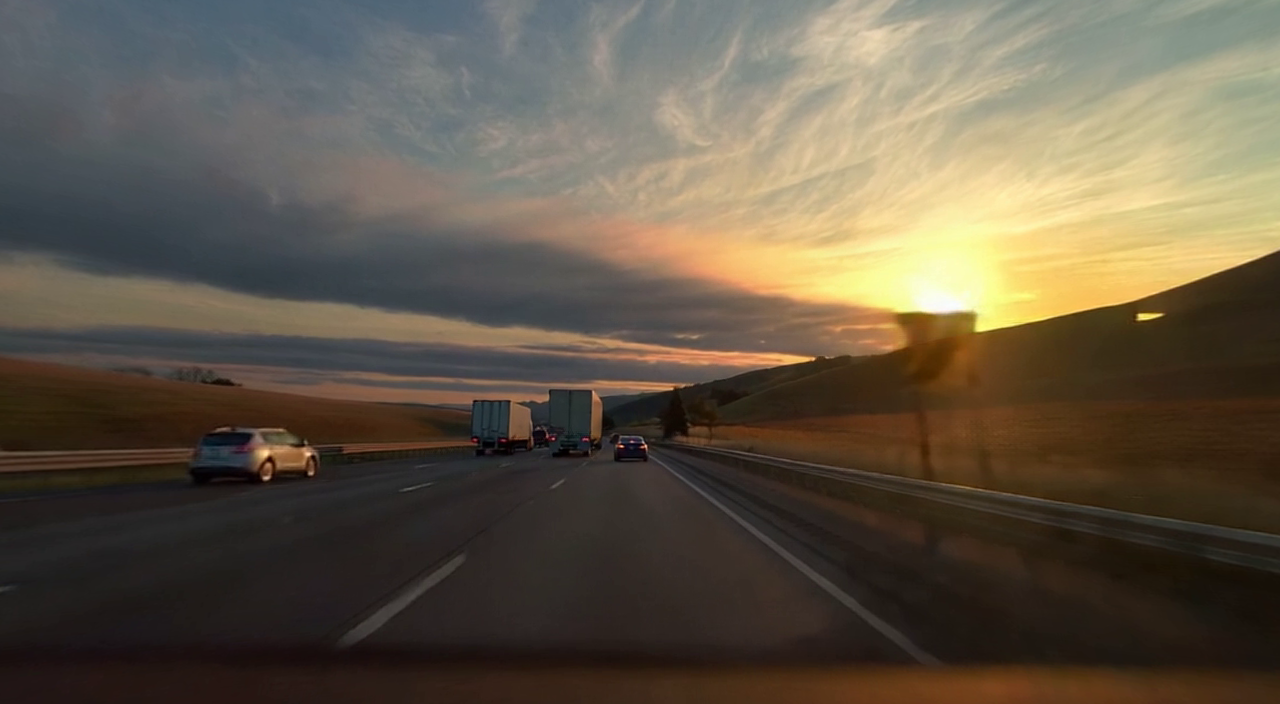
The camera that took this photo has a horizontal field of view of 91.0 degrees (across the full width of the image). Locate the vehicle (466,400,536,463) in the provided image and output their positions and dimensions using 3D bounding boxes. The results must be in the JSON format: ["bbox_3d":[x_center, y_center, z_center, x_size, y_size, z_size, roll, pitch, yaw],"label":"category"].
[{"bbox_3d":[-8.137,4.788,37.812,2.728,3.405,7.096,0,-8,-2],"label":"vehicle"}]

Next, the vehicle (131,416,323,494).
[{"bbox_3d":[-11.122,2.813,17.531,2.153,1.841,4.790,0,-8,-1],"label":"vehicle"}]

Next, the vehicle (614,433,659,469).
[{"bbox_3d":[-0.228,4.375,27.976,1.891,1.477,3.599,0,-8,-2],"label":"vehicle"}]

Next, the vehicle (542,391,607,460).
[{"bbox_3d":[-4.282,5.496,45.449,3.475,4.037,17.454,0,-8,-2],"label":"vehicle"}]
